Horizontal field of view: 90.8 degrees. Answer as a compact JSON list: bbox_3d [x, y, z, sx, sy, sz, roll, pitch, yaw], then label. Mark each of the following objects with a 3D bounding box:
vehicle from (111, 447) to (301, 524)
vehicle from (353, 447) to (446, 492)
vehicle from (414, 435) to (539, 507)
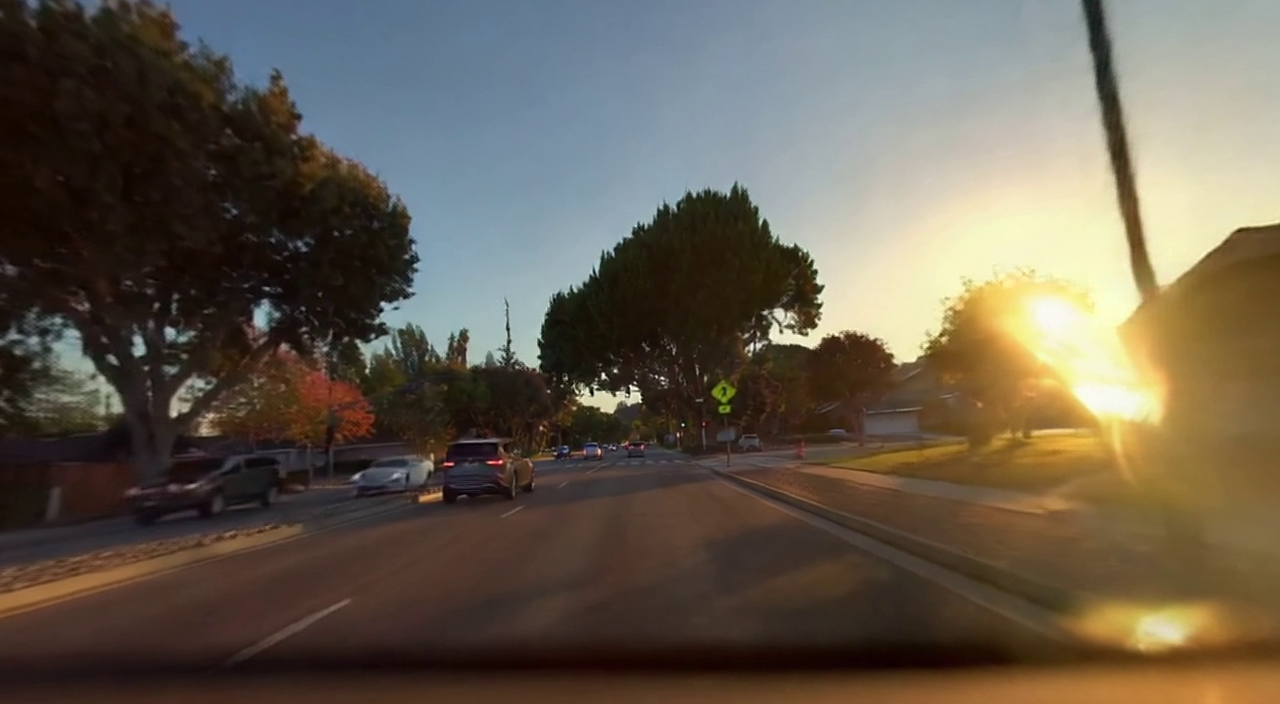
[{"bbox_3d":[-14.504,4.413,21.804,2.263,2.211,6.122,0,-8,-1],"label":"vehicle"},{"bbox_3d":[-10.895,5.393,29.127,2.149,1.802,5.007,-3,-10,2],"label":"vehicle"},{"bbox_3d":[-4.295,3.205,17.481,2.169,1.706,4.638,0,-9,1],"label":"vehicle"}]
